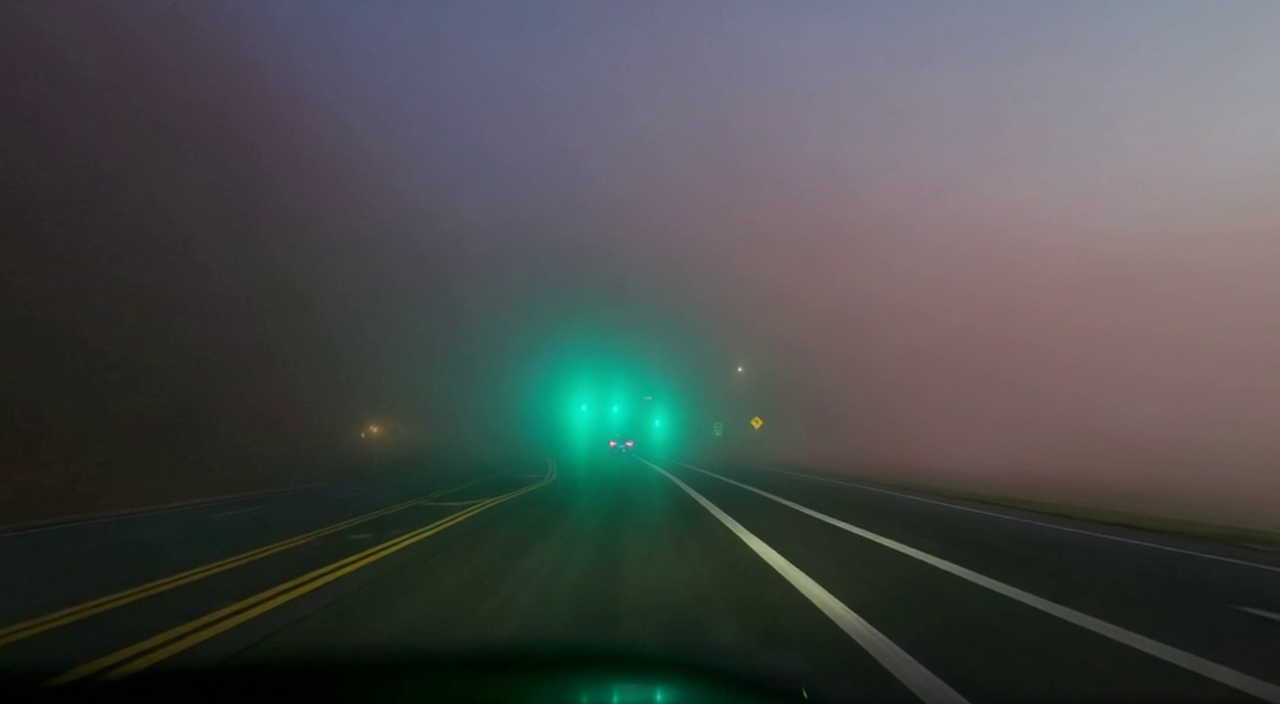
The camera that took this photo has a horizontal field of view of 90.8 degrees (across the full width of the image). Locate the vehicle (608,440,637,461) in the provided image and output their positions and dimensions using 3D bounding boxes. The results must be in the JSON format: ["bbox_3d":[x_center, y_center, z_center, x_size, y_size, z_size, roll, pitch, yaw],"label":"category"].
[{"bbox_3d":[-1.401,7.435,48.019,2.042,1.489,3.963,0,-8,-4],"label":"vehicle"}]
